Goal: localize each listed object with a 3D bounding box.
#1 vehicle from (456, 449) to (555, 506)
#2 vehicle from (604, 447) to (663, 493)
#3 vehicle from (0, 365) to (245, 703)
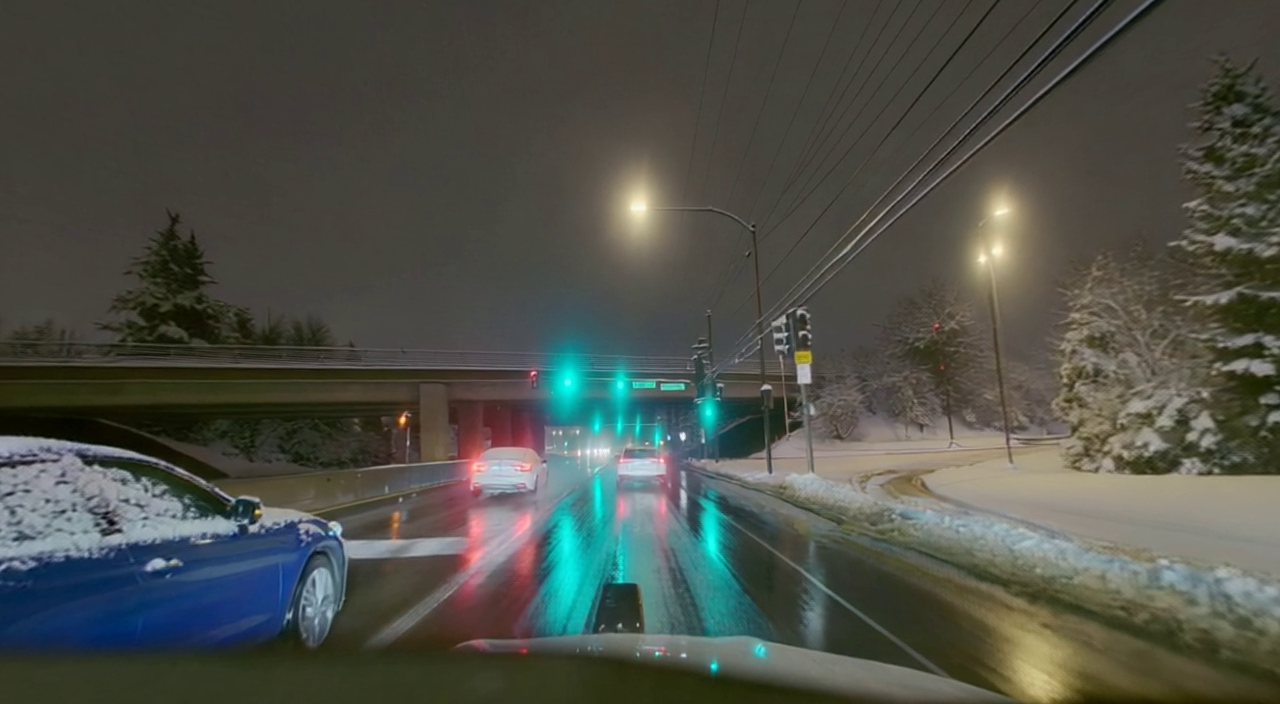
[{"bbox_3d":[-3.750,3.557,18.377,1.946,1.437,4.154,0,-8,0],"label":"vehicle"},{"bbox_3d":[-0.238,4.339,23.652,1.985,1.565,3.968,0,-8,0],"label":"vehicle"},{"bbox_3d":[-3.526,0.800,1.859,1.925,1.666,4.271,0,-8,0],"label":"vehicle"}]
